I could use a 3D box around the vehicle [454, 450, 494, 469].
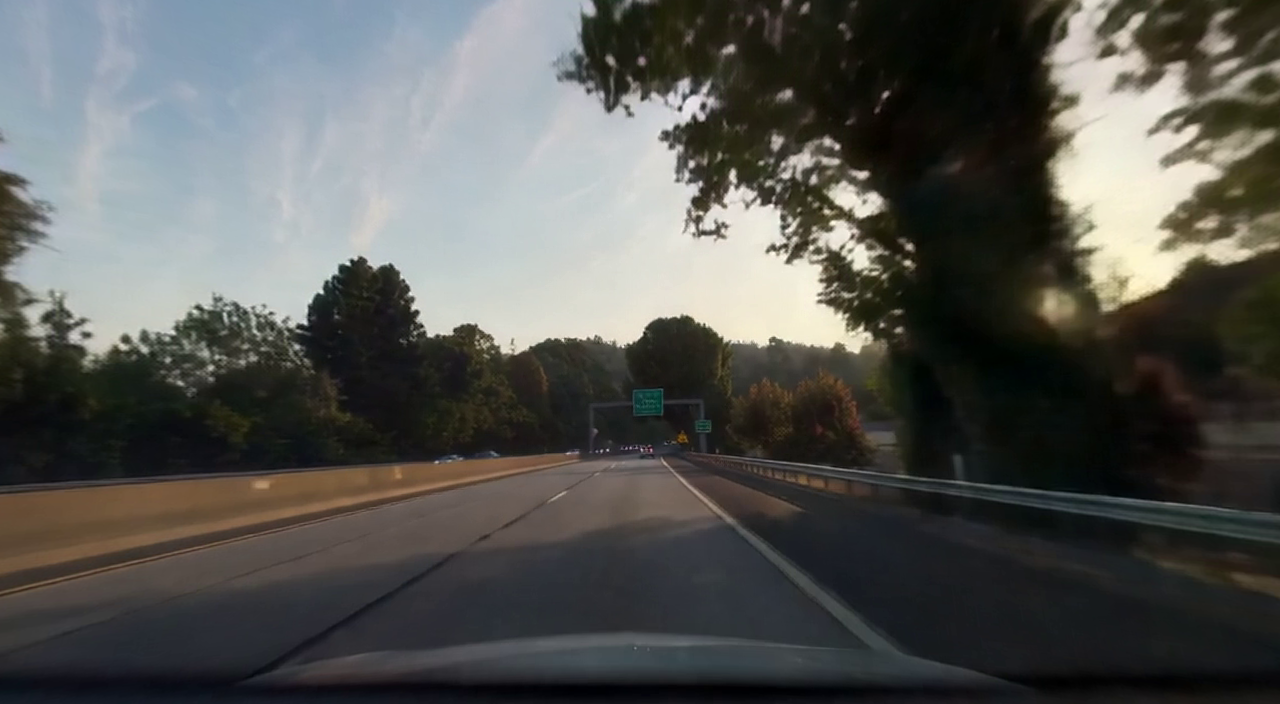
[{"bbox_3d":[-13.051,8.464,49.846,1.866,1.474,4.402,-1,-9,2],"label":"vehicle"}]
